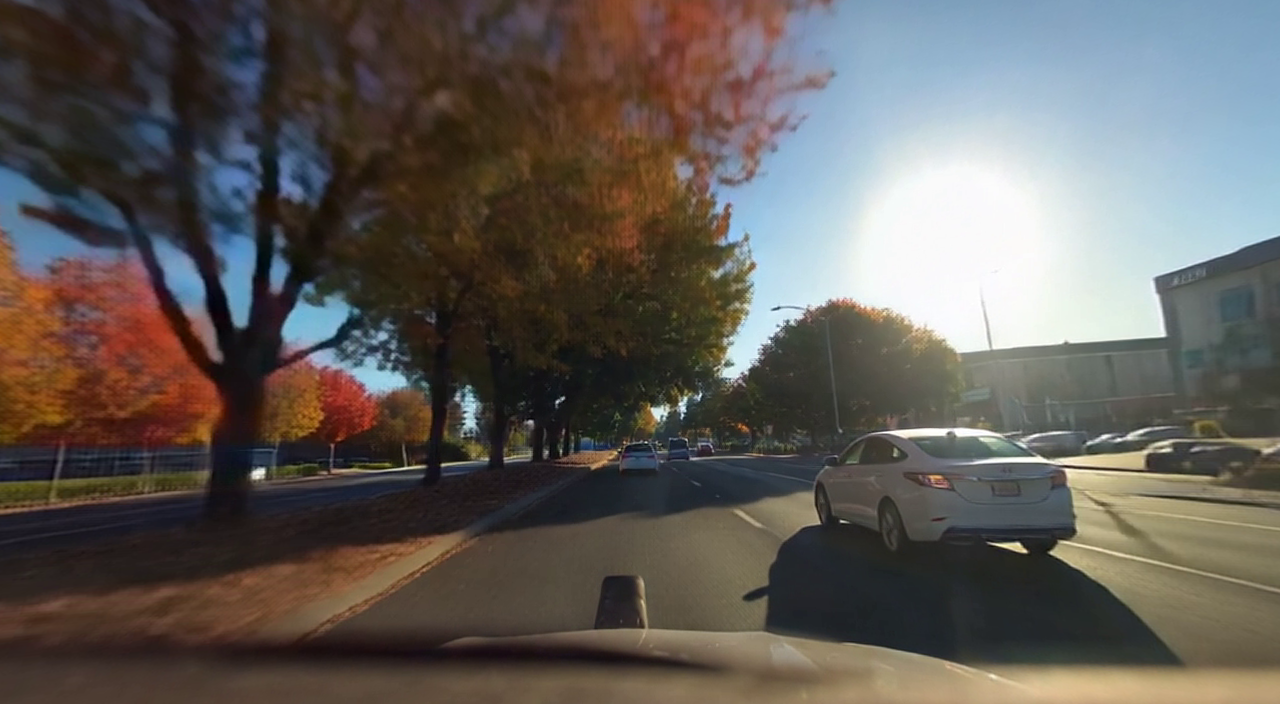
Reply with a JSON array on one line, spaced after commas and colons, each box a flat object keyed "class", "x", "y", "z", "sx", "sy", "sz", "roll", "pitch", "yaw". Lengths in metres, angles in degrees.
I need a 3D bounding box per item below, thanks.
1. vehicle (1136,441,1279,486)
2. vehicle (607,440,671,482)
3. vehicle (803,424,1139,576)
[{"class": "vehicle", "x": 21.051, "y": 3.980, "z": 22.960, "sx": 1.893, "sy": 1.445, "sz": 4.947, "roll": 0, "pitch": -8, "yaw": -2}, {"class": "vehicle", "x": -0.085, "y": 4.236, "z": 24.926, "sx": 2.289, "sy": 1.471, "sz": 4.477, "roll": 0, "pitch": -8, "yaw": -2}, {"class": "vehicle", "x": 3.828, "y": 1.782, "z": 8.442, "sx": 2.094, "sy": 1.480, "sz": 4.323, "roll": 0, "pitch": -9, "yaw": -1}]
